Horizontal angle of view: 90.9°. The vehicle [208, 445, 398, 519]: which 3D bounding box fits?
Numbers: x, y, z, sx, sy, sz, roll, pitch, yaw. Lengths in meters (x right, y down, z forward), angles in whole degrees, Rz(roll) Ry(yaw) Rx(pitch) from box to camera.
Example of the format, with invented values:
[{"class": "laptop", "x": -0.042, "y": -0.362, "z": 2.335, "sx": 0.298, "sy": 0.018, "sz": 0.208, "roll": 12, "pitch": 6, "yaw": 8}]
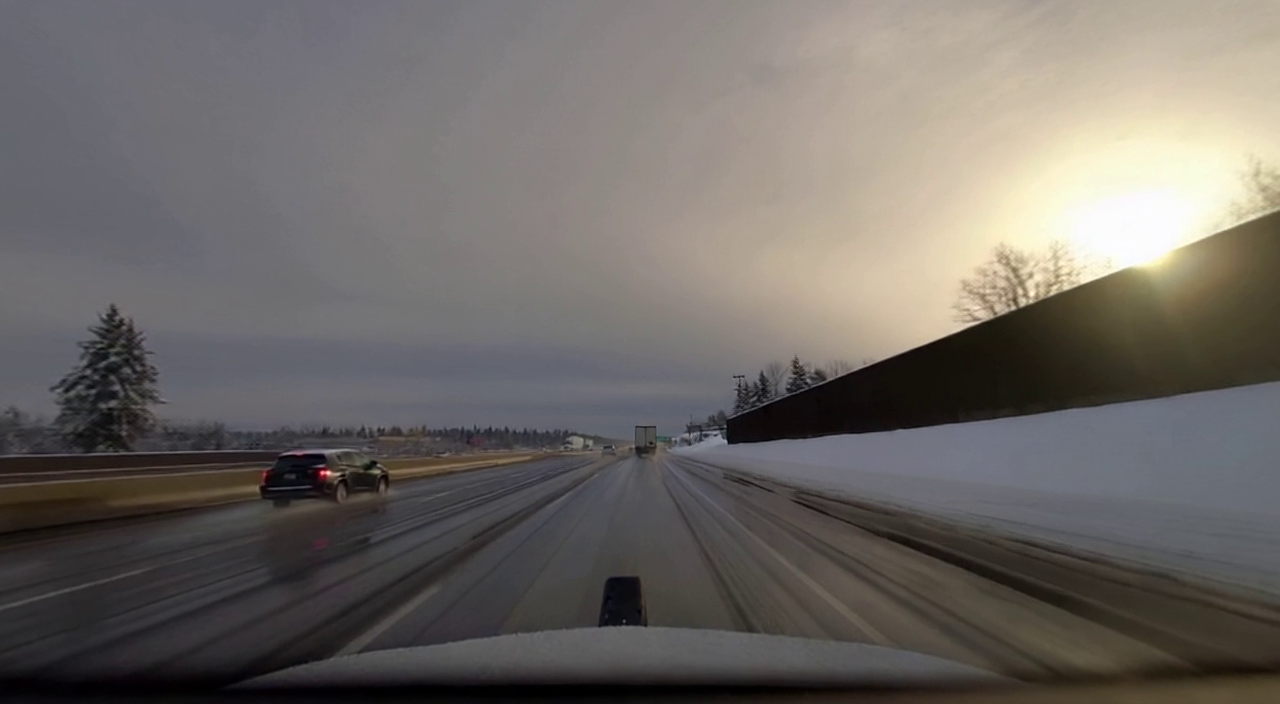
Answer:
[{"class": "vehicle", "x": -7.712, "y": 2.972, "z": 15.079, "sx": 1.979, "sy": 1.470, "sz": 4.485, "roll": 0, "pitch": -8, "yaw": 1}]
